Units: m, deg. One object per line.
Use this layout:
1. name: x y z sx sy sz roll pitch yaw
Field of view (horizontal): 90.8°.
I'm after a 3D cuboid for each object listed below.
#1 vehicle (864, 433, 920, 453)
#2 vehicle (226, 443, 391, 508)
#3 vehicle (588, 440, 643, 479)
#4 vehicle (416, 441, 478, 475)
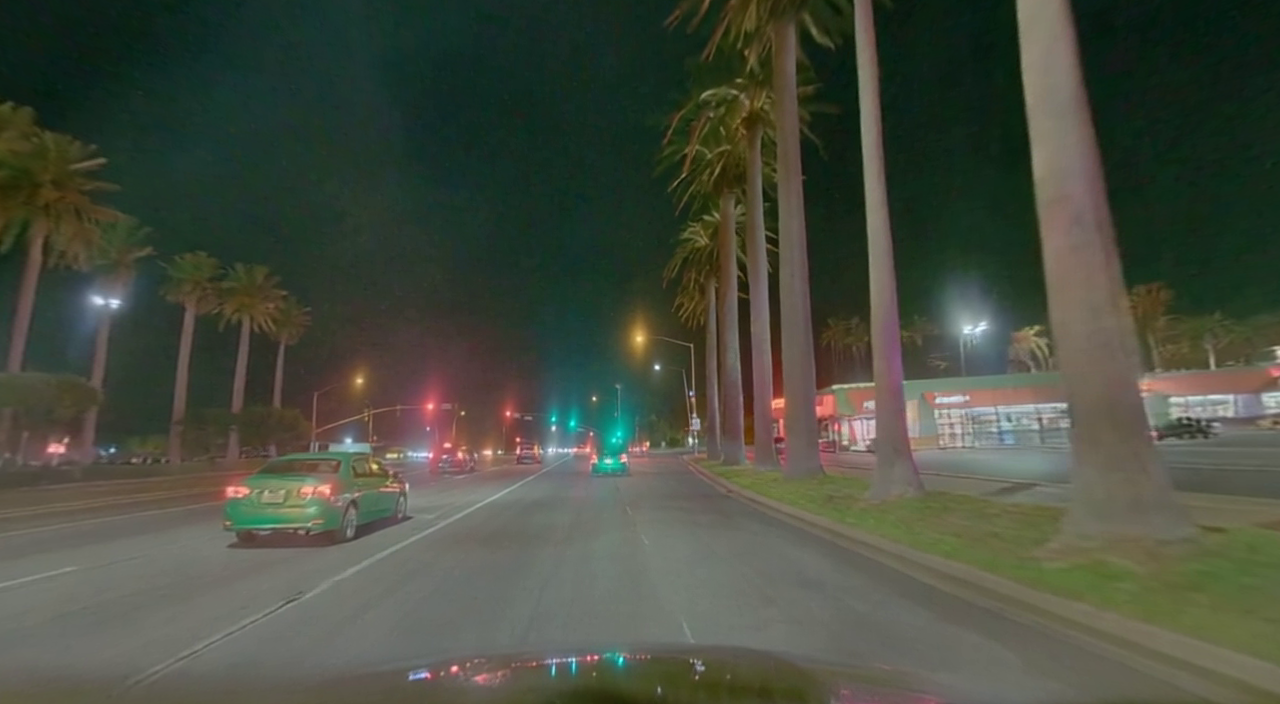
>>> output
1. vehicle: 19.227 7.005 48.423 1.882 1.463 4.550 1 -10 -7
2. vehicle: -8.553 3.183 16.862 1.958 1.455 4.504 -1 -8 0
3. vehicle: -0.973 4.602 27.363 2.070 1.493 4.570 -1 -9 2
4. vehicle: -10.292 5.687 34.159 2.108 1.669 5.076 0 -9 -4
